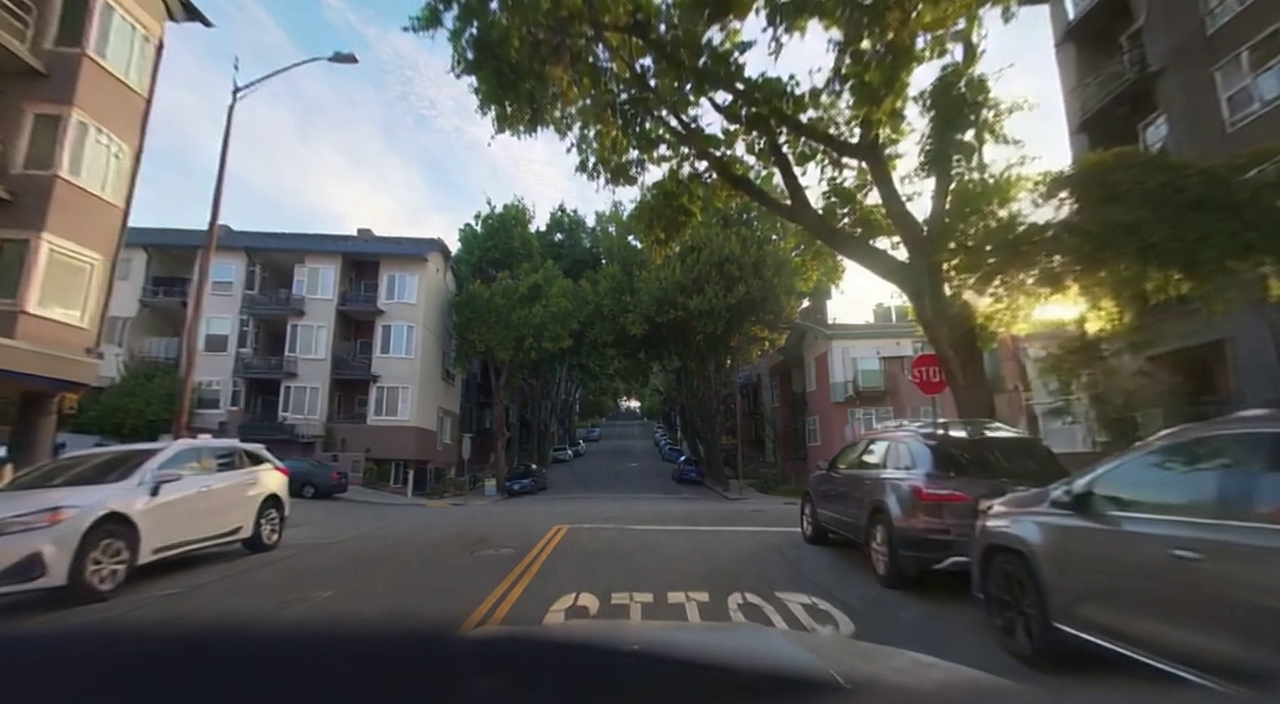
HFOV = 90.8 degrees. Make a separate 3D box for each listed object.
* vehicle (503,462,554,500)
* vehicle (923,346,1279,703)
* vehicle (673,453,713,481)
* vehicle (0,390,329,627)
[{"bbox_3d":[-5.887,6.848,33.790,1.987,1.662,4.141,-2,-8,-1],"label":"vehicle"},{"bbox_3d":[3.343,0.861,2.430,2.154,1.699,4.591,0,-8,-3],"label":"vehicle"},{"bbox_3d":[3.400,7.482,41.418,2.051,1.526,4.673,0,-7,-2],"label":"vehicle"},{"bbox_3d":[-6.095,1.712,7.730,2.076,1.913,5.060,-2,-9,-1],"label":"vehicle"}]
